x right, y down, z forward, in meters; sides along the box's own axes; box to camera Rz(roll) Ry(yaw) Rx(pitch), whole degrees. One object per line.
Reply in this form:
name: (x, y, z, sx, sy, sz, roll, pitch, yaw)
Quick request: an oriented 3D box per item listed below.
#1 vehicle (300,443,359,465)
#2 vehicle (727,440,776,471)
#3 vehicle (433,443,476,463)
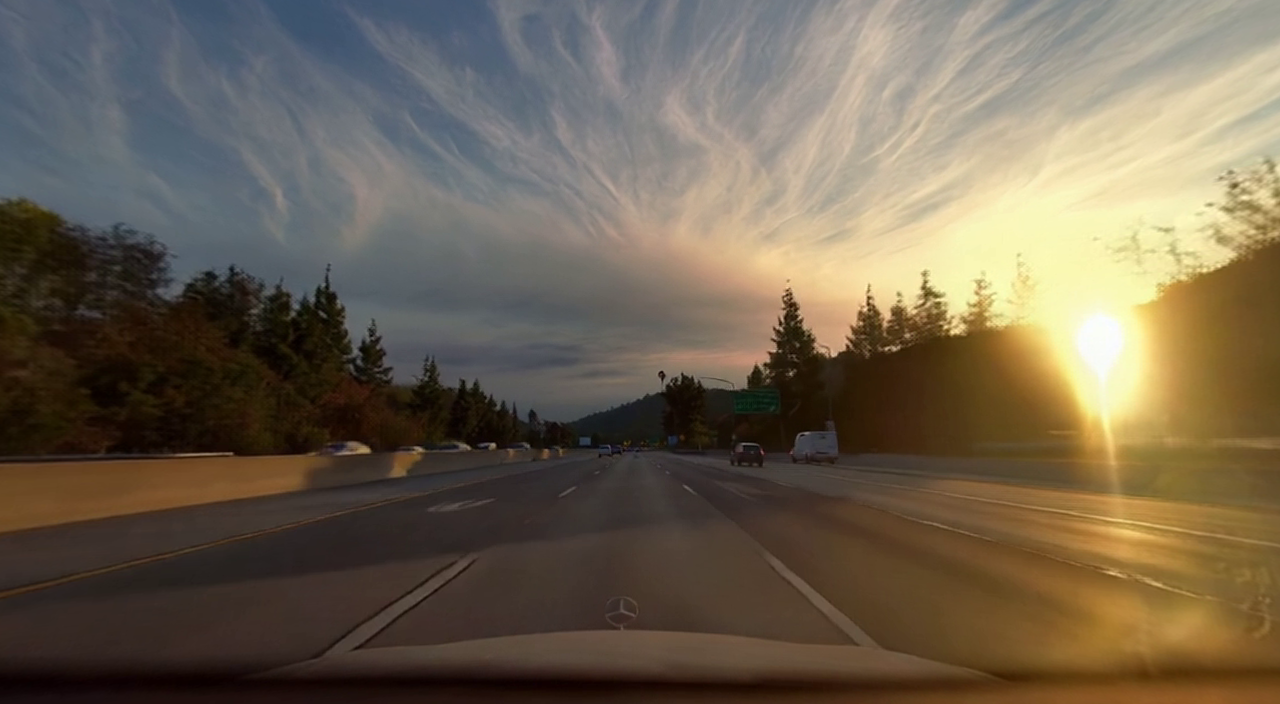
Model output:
vehicle: (-21.776, 7.182, 44.483, 1.876, 1.465, 4.509, 0, -9, 0)
vehicle: (6.566, 6.140, 37.549, 2.081, 1.705, 3.926, 0, -9, -1)
vehicle: (-14.508, 7.897, 49.588, 1.983, 1.483, 4.554, 0, -9, 0)
